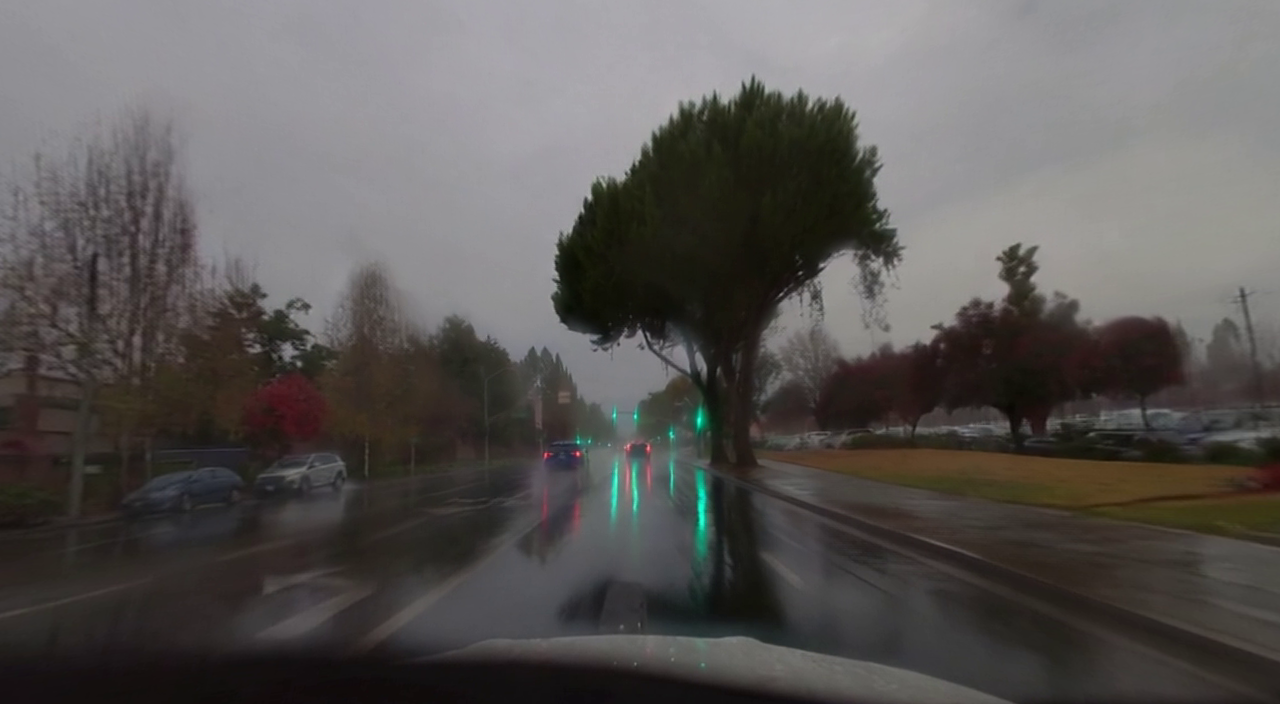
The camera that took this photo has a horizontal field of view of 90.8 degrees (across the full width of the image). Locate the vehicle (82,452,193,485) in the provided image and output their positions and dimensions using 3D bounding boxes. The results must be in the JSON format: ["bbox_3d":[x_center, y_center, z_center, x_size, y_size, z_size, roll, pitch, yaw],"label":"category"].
[{"bbox_3d":[-27.854,6.465,35.168,4.252,1.708,2.225,0,-8,1],"label":"vehicle"}]

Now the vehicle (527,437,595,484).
[{"bbox_3d":[-3.133,4.404,25.937,2.097,1.755,4.336,0,-8,2],"label":"vehicle"}]

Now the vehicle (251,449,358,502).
[{"bbox_3d":[-14.097,5.153,26.910,1.996,1.886,4.692,-3,-8,0],"label":"vehicle"}]

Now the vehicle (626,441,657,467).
[{"bbox_3d":[0.052,7.187,44.847,2.088,1.735,4.801,0,-8,-1],"label":"vehicle"}]

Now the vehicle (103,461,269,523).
[{"bbox_3d":[-14.278,4.390,20.306,1.880,1.476,4.715,-4,-8,0],"label":"vehicle"}]
